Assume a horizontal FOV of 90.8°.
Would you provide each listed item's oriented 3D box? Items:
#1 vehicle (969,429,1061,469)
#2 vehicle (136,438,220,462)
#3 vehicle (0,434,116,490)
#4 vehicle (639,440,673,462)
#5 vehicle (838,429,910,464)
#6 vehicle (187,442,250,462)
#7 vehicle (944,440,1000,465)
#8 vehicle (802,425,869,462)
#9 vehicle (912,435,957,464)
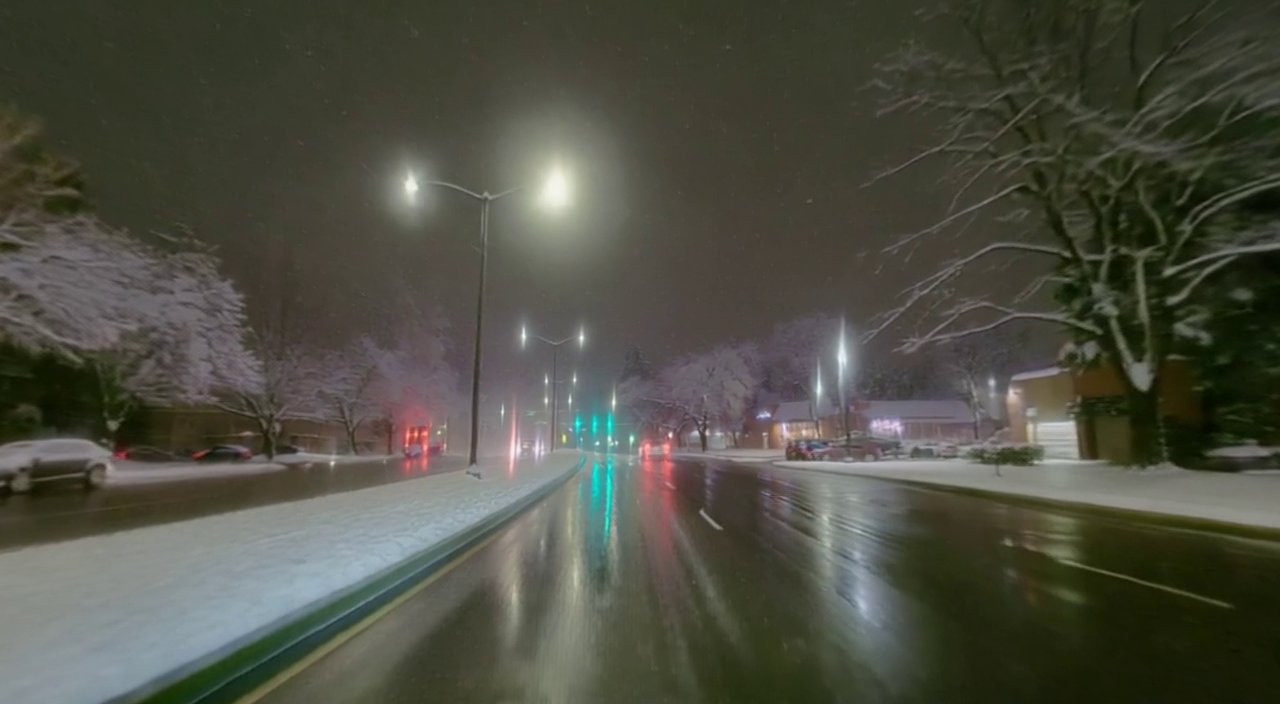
[{"bbox_3d":[27.814,7.219,47.235,2.248,2.714,6.788,2,-8,-5],"label":"vehicle"},{"bbox_3d":[-32.573,6.919,44.622,4.240,1.576,2.038,0,-9,-5],"label":"vehicle"},{"bbox_3d":[-19.914,3.563,20.712,1.874,1.651,4.259,0,-8,-2],"label":"vehicle"},{"bbox_3d":[1.087,7.077,45.430,1.913,1.473,4.360,0,-9,-5],"label":"vehicle"},{"bbox_3d":[17.360,6.970,46.644,2.727,2.396,5.918,-8,-12,43],"label":"vehicle"},{"bbox_3d":[-31.759,7.543,47.654,3.543,1.363,1.606,2,-7,-5],"label":"vehicle"},{"bbox_3d":[24.716,7.502,47.205,1.917,1.720,4.071,1,-8,0],"label":"vehicle"},{"bbox_3d":[15.136,7.054,48.606,2.303,2.641,5.908,-9,-12,44],"label":"vehicle"},{"bbox_3d":[21.820,7.252,46.940,2.747,1.912,6.426,-5,-10,24],"label":"vehicle"}]
